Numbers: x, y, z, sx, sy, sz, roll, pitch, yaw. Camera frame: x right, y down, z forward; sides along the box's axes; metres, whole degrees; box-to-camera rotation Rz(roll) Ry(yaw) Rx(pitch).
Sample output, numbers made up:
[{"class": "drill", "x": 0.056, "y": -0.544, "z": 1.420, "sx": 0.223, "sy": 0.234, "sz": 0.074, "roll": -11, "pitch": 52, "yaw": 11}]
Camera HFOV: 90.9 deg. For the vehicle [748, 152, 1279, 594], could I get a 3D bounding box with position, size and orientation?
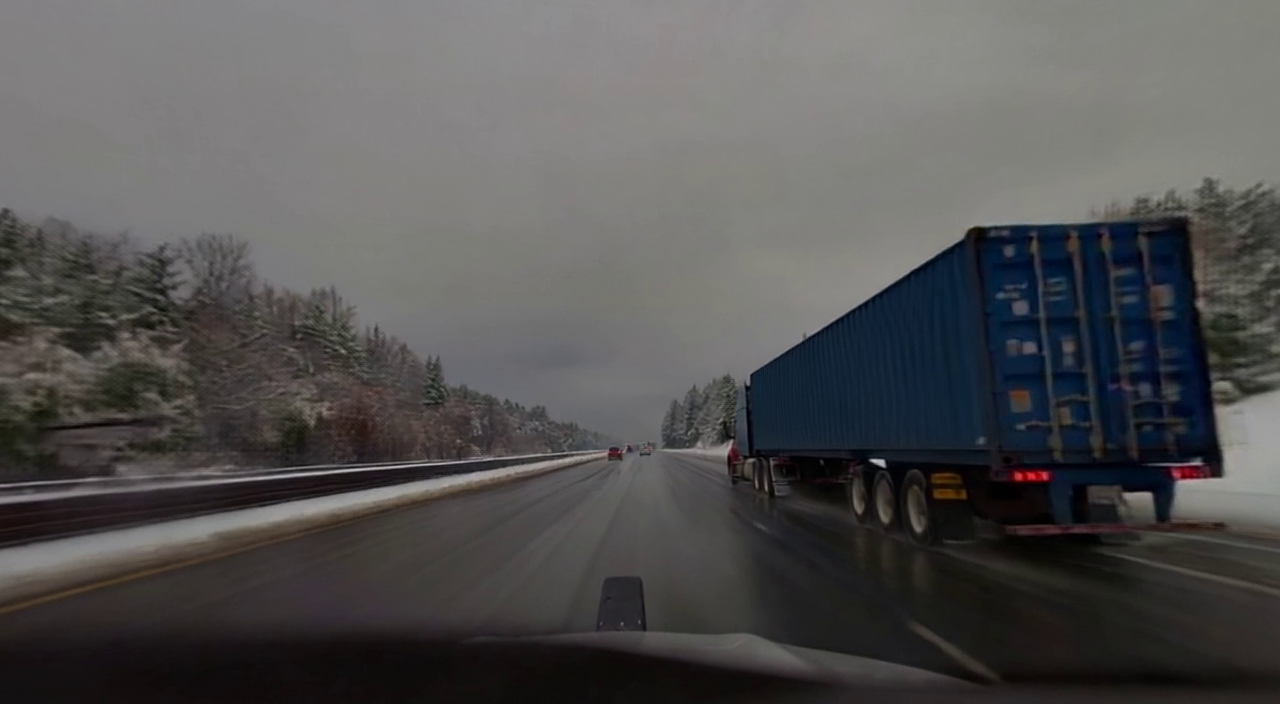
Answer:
[{"class": "vehicle", "x": 4.722, "y": 1.076, "z": 12.112, "sx": 2.821, "sy": 4.046, "sz": 12.876, "roll": 0, "pitch": -9, "yaw": -1}]
